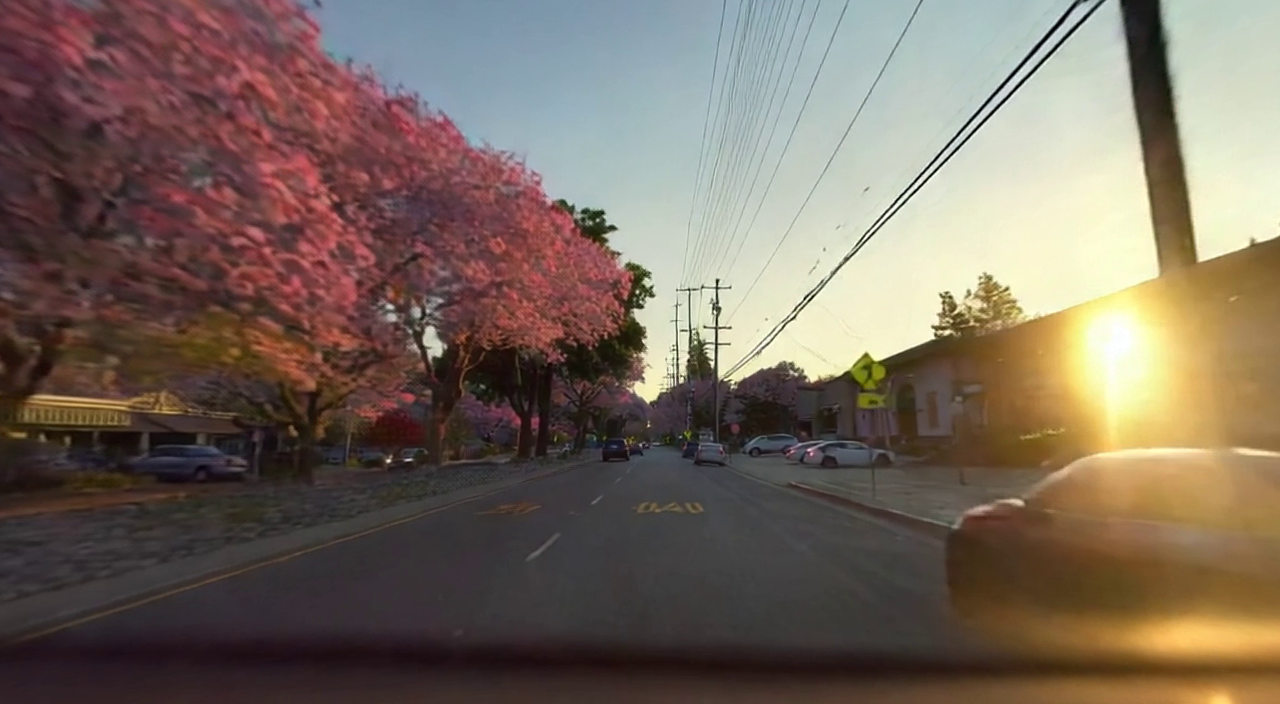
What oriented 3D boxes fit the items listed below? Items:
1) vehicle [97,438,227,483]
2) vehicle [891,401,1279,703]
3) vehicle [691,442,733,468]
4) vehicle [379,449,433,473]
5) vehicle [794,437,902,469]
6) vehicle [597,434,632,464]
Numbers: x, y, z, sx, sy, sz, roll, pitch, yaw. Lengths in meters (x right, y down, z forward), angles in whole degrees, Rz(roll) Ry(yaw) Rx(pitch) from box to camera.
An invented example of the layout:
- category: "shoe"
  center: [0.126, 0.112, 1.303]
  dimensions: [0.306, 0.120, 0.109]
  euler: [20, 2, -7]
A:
- category: "vehicle"
  center: [-22.320, 5.025, 29.775]
  dimensions: [2.195, 1.770, 4.957]
  euler: [0, -6, 1]
- category: "vehicle"
  center: [3.232, 1.094, 3.313]
  dimensions: [2.070, 1.496, 4.614]
  euler: [0, -8, 2]
- category: "vehicle"
  center: [4.315, 6.217, 38.300]
  dimensions: [2.042, 1.465, 4.455]
  euler: [0, -8, 0]
- category: "vehicle"
  center: [-16.133, 7.509, 43.735]
  dimensions: [1.954, 1.497, 4.613]
  euler: [0, -8, 0]
- category: "vehicle"
  center: [9.909, 4.845, 30.261]
  dimensions: [4.430, 1.480, 1.923]
  euler: [0, -8, -2]
- category: "vehicle"
  center: [-1.714, 6.722, 43.951]
  dimensions: [2.202, 1.961, 4.980]
  euler: [0, -8, 1]
